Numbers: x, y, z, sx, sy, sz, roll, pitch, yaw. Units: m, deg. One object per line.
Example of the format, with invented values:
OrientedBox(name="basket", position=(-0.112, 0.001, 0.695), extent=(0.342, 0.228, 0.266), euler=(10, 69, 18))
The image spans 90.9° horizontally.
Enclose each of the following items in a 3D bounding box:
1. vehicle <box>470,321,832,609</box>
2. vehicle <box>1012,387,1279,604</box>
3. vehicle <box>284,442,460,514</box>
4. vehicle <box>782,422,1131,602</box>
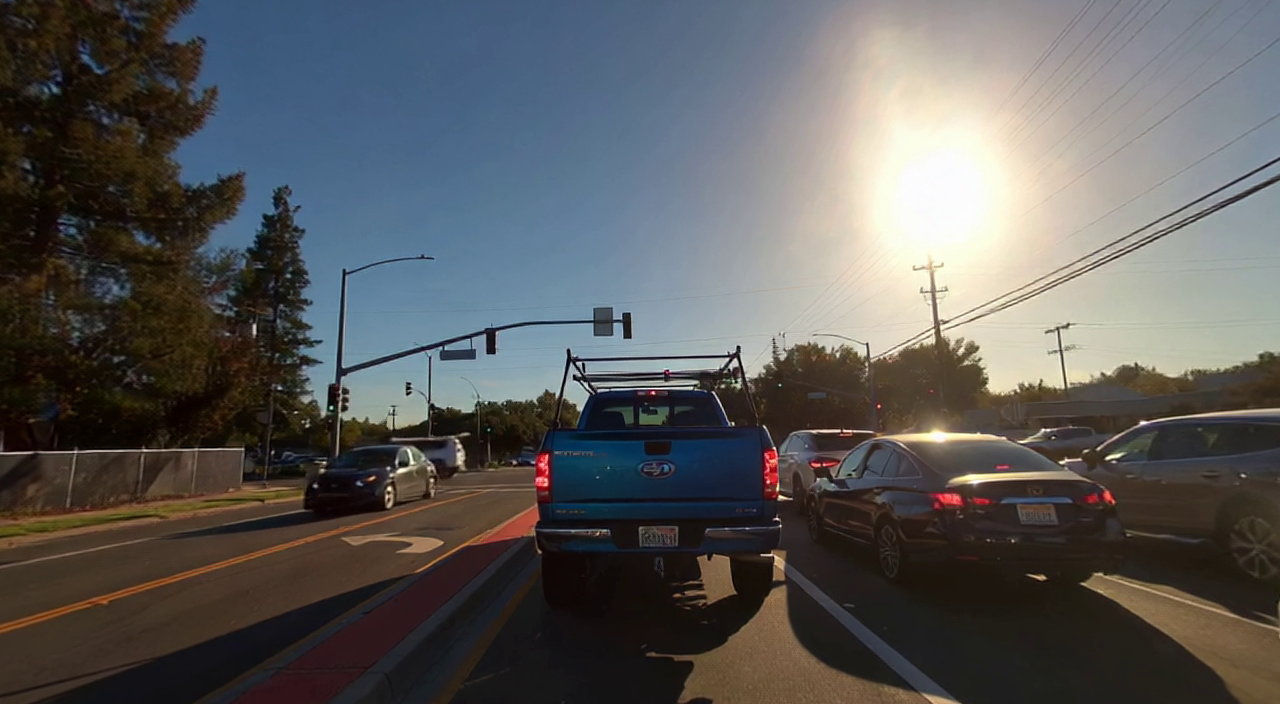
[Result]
OrientedBox(name="vehicle", position=(0.122, 1.324, 8.135), extent=(2.831, 2.284, 6.149), euler=(0, -8, 1))
OrientedBox(name="vehicle", position=(6.154, 1.369, 6.485), extent=(1.982, 1.727, 4.352), euler=(0, -8, 1))
OrientedBox(name="vehicle", position=(-7.101, 3.357, 17.407), extent=(2.369, 1.690, 4.529), euler=(-1, -9, 8))
OrientedBox(name="vehicle", position=(3.115, 1.645, 7.376), extent=(1.993, 1.495, 4.060), euler=(0, -8, 1))
